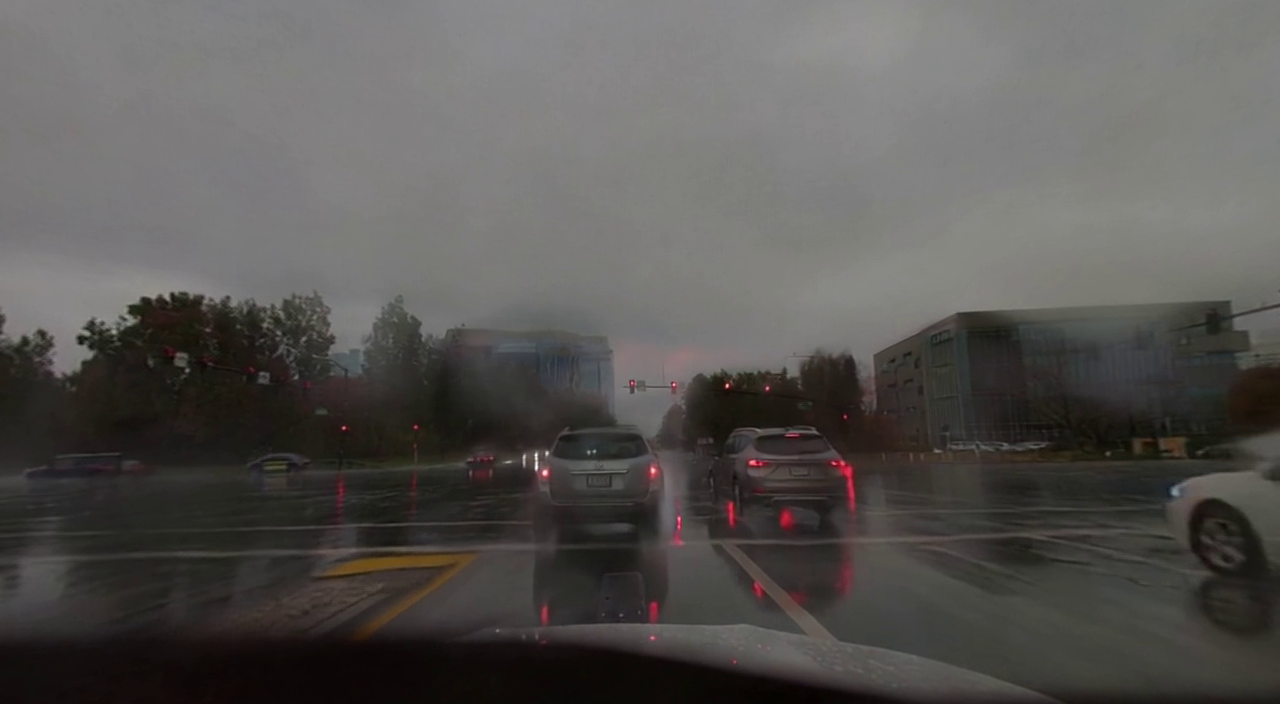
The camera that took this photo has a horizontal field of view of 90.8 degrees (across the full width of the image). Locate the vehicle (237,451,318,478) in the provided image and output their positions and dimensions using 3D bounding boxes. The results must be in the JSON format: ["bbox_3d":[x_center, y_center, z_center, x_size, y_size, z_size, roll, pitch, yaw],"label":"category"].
[{"bbox_3d":[-24.057,7.446,41.955,4.318,1.712,2.188,-3,-9,19],"label":"vehicle"}]

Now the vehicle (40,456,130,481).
[{"bbox_3d":[-37.479,7.834,42.712,4.253,1.610,1.800,0,-9,-1],"label":"vehicle"}]

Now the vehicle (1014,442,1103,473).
[{"bbox_3d":[27.253,6.883,41.249,4.322,1.595,1.752,-6,-10,2],"label":"vehicle"}]

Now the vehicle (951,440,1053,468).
[{"bbox_3d":[25.860,7.328,45.292,5.895,1.921,2.150,0,-9,1],"label":"vehicle"}]

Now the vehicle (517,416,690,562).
[{"bbox_3d":[-0.541,1.932,9.622,2.039,1.698,4.144,0,-9,-3],"label":"vehicle"}]

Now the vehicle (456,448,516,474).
[{"bbox_3d":[-10.191,7.178,41.838,3.771,1.593,1.789,-6,-11,36],"label":"vehicle"}]

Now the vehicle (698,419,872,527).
[{"bbox_3d":[2.660,2.366,12.885,2.228,1.798,4.370,1,-9,-4],"label":"vehicle"}]

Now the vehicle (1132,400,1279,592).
[{"bbox_3d":[6.059,1.062,4.410,1.690,1.538,4.313,0,-9,-1],"label":"vehicle"}]
